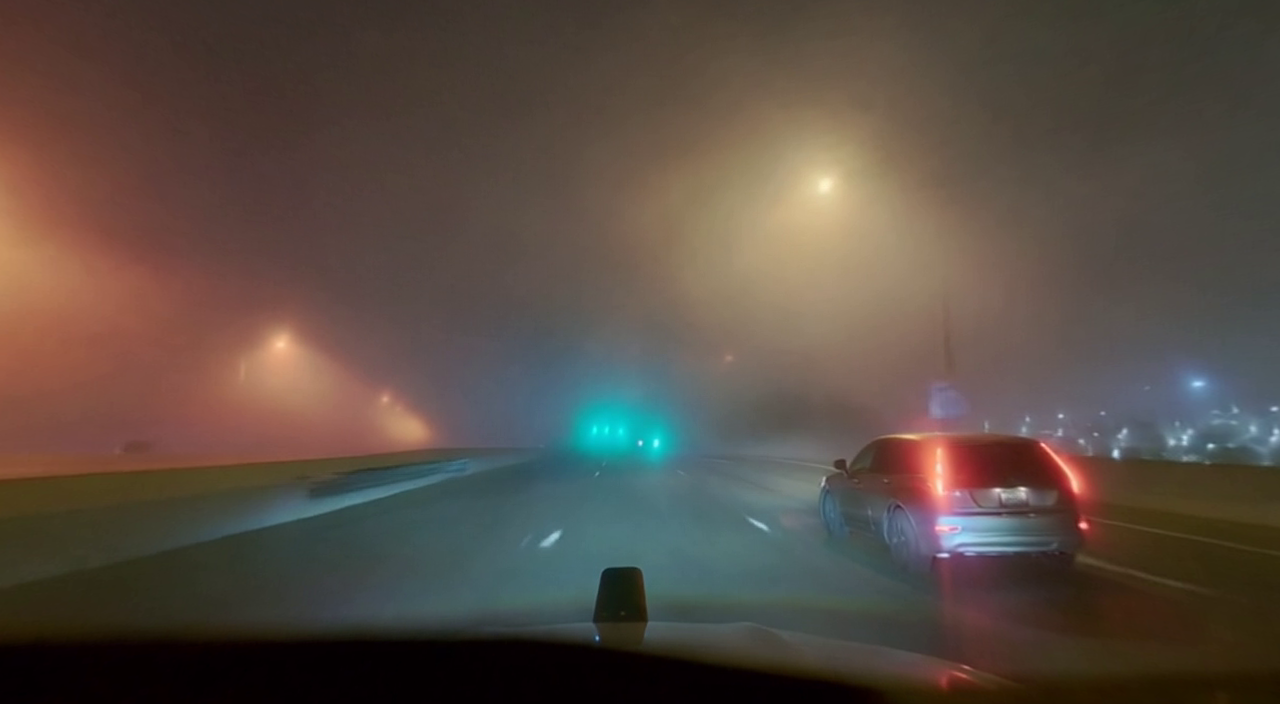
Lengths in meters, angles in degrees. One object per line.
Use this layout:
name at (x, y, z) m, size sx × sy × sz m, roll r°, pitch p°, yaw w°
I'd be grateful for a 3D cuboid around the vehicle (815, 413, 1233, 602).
vehicle at (3.919, 1.663, 7.748) m, size 2.104 × 1.575 × 4.698 m, roll 0°, pitch -8°, yaw -1°
